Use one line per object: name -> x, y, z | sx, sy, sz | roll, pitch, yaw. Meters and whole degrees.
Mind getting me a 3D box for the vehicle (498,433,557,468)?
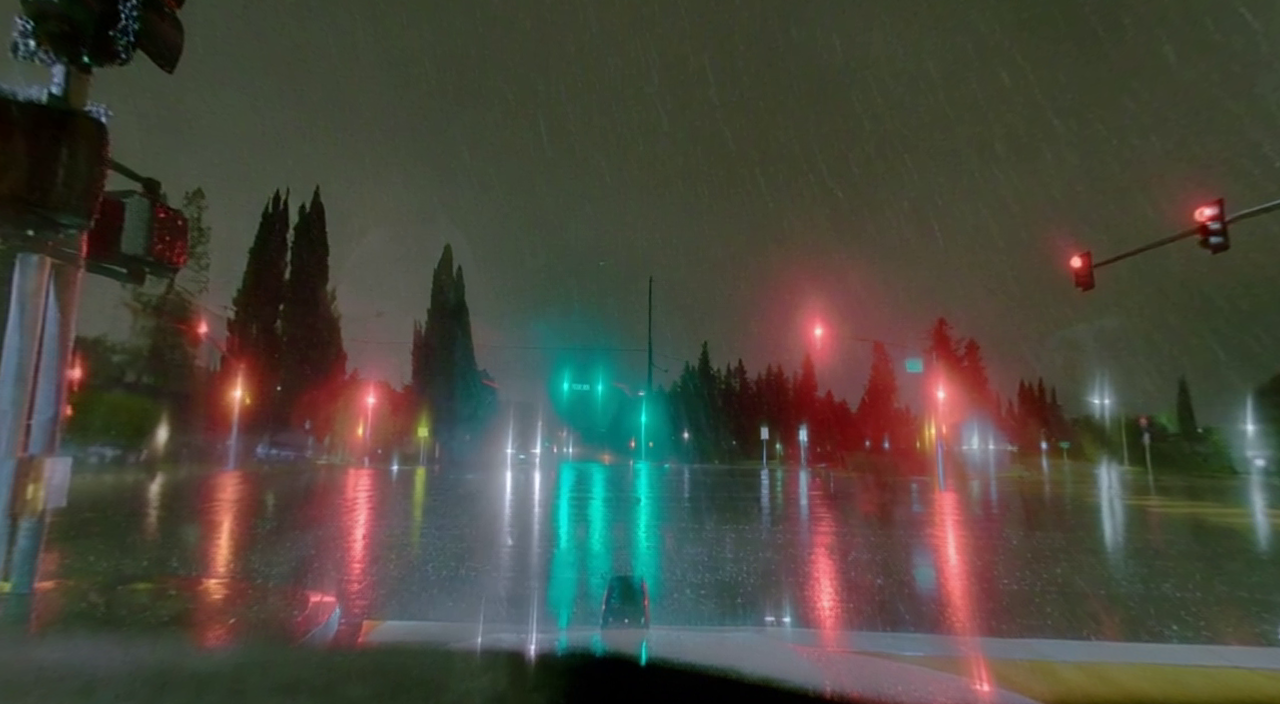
vehicle -> -6.091, 5.440, 34.972 | 2.234, 1.796, 5.416 | 0, -8, 1
